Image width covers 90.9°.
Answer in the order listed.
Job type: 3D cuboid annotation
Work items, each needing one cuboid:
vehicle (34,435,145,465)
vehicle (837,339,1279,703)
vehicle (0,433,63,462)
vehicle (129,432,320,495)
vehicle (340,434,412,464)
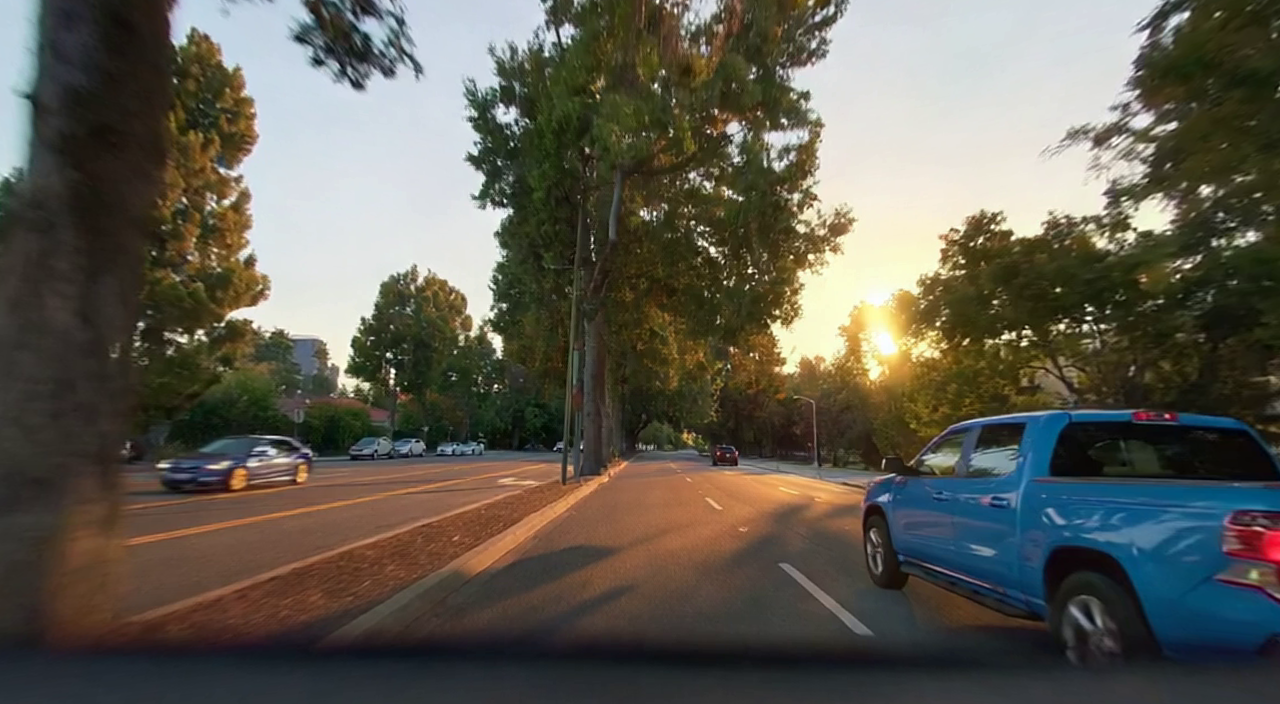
[{"bbox_3d":[-28.396,5.078,32.723,1.836,1.426,4.334,0,-8,0],"label":"vehicle"},{"bbox_3d":[3.043,1.119,3.959,2.108,1.712,4.616,0,-8,0],"label":"vehicle"},{"bbox_3d":[-33.739,5.077,33.544,1.917,1.489,4.302,0,-8,-1],"label":"vehicle"},{"bbox_3d":[-11.164,3.021,17.464,2.057,1.482,4.611,0,-8,2],"label":"vehicle"},{"bbox_3d":[-18.152,6.719,43.786,2.398,1.883,5.729,0,-8,2],"label":"vehicle"}]
